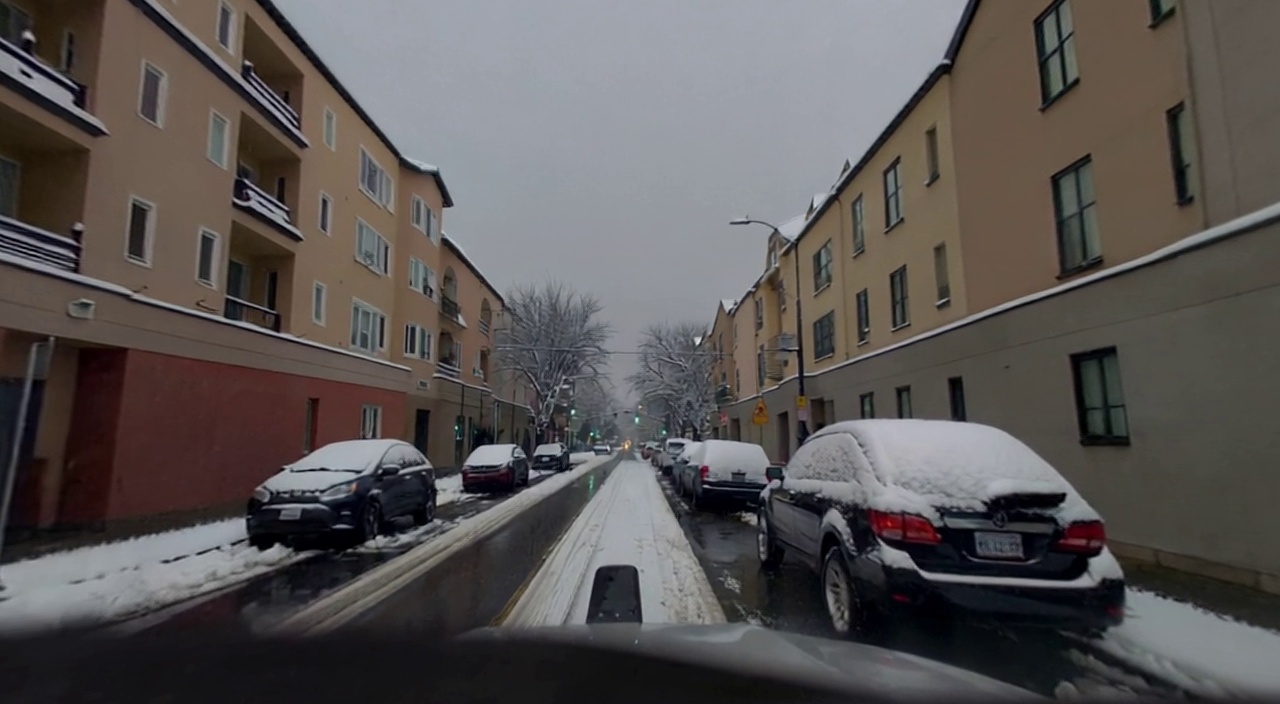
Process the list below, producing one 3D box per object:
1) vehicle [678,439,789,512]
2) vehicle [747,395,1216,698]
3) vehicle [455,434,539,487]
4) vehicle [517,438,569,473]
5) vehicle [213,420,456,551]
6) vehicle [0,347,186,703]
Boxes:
[{"bbox_3d":[2.008,2.779,14.807,1.786,1.447,4.314,0,-8,-2],"label":"vehicle"},{"bbox_3d":[2.253,1.354,5.555,1.839,1.678,3.918,0,-8,-1],"label":"vehicle"},{"bbox_3d":[-4.847,3.750,21.916,1.942,1.521,3.761,5,-9,0],"label":"vehicle"},{"bbox_3d":[-4.789,5.214,31.754,1.872,1.484,3.978,5,-9,1],"label":"vehicle"},{"bbox_3d":[-4.537,2.068,10.280,1.883,1.499,4.426,6,-10,-3],"label":"vehicle"},{"bbox_3d":[-2.588,0.609,0.482,1.845,1.544,3.388,0,-8,2],"label":"vehicle"}]
